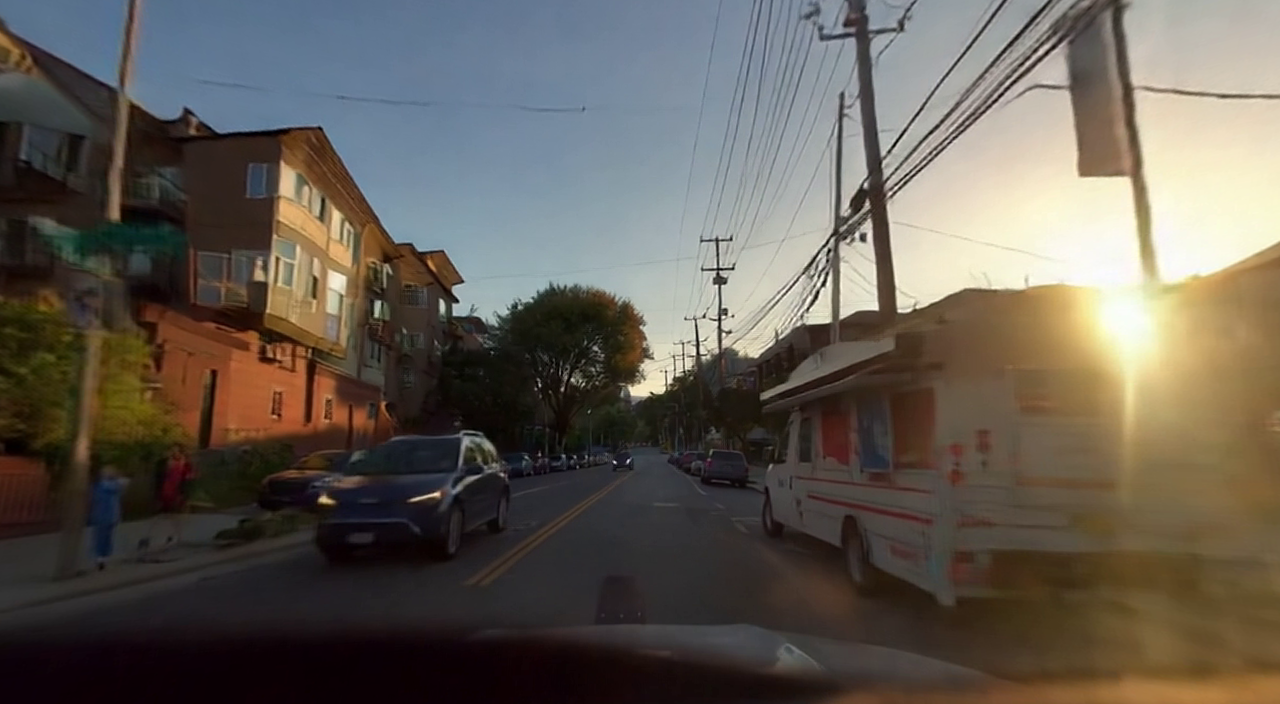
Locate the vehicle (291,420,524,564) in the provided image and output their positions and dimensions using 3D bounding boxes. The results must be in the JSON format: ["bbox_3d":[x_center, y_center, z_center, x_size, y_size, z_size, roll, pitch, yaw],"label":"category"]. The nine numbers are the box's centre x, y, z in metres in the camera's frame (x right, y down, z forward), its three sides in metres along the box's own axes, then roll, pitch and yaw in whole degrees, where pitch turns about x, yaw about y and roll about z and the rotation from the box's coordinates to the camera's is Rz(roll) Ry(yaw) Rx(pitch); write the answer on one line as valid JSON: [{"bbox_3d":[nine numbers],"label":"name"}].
[{"bbox_3d":[-3.188,1.989,9.729,1.952,1.708,4.096,-1,-8,1],"label":"vehicle"}]

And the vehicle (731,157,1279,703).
[{"bbox_3d":[3.233,0.936,7.745,2.886,3.321,7.809,0,-8,-1],"label":"vehicle"}]

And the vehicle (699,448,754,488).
[{"bbox_3d":[3.843,5.205,28.781,1.936,1.641,4.434,-1,-8,1],"label":"vehicle"}]
